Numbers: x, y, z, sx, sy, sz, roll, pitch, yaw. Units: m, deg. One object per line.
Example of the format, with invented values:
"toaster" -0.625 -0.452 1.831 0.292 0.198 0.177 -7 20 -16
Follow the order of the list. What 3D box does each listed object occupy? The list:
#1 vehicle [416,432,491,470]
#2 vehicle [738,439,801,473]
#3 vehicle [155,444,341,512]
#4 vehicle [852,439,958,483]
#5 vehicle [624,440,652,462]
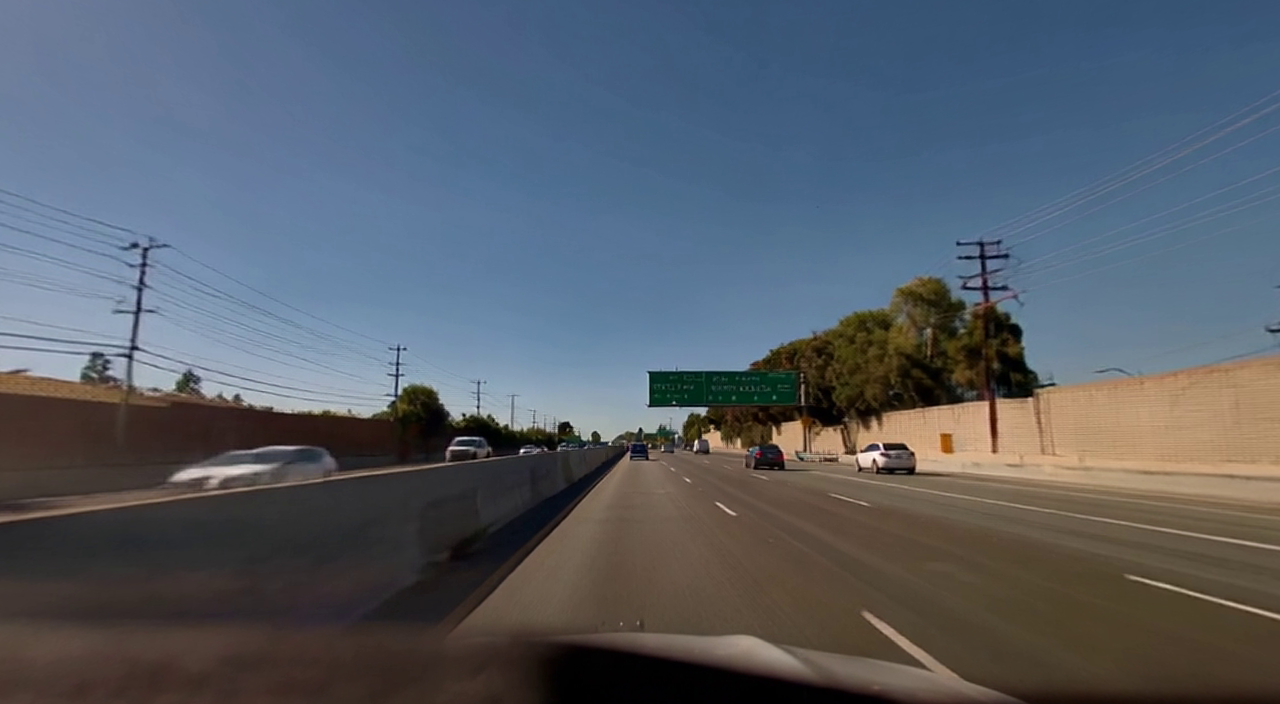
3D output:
"vehicle" -9.921 5.331 34.113 2.483 1.868 4.989 0 -8 0
"vehicle" 6.356 5.161 31.628 2.069 1.520 4.614 0 -8 -1
"vehicle" -9.809 3.137 16.343 1.946 1.495 4.468 0 -8 0
"vehicle" 9.764 4.025 23.695 1.969 1.506 4.422 0 -8 -1
"vehicle" -0.153 7.178 45.839 1.993 1.506 3.883 0 -8 0
